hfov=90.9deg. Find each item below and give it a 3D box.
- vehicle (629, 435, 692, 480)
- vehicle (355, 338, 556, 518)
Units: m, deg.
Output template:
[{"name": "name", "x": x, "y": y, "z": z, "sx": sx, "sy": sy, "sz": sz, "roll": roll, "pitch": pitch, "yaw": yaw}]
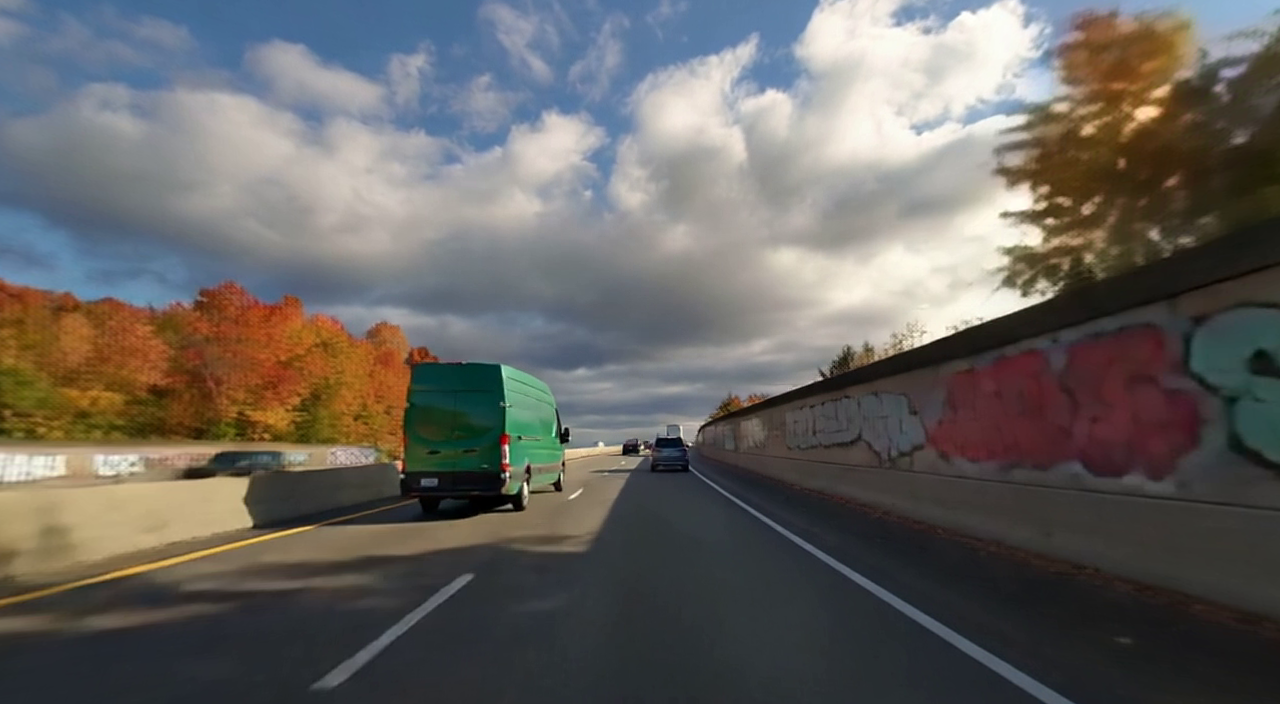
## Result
[{"name": "vehicle", "x": 0.707, "y": 3.766, "z": 22.774, "sx": 2.071, "sy": 1.487, "sz": 3.948, "roll": 0, "pitch": -8, "yaw": 1}, {"name": "vehicle", "x": -3.171, "y": 1.512, "z": 12.299, "sx": 2.334, "sy": 2.769, "sz": 5.087, "roll": 0, "pitch": -8, "yaw": 0}]
